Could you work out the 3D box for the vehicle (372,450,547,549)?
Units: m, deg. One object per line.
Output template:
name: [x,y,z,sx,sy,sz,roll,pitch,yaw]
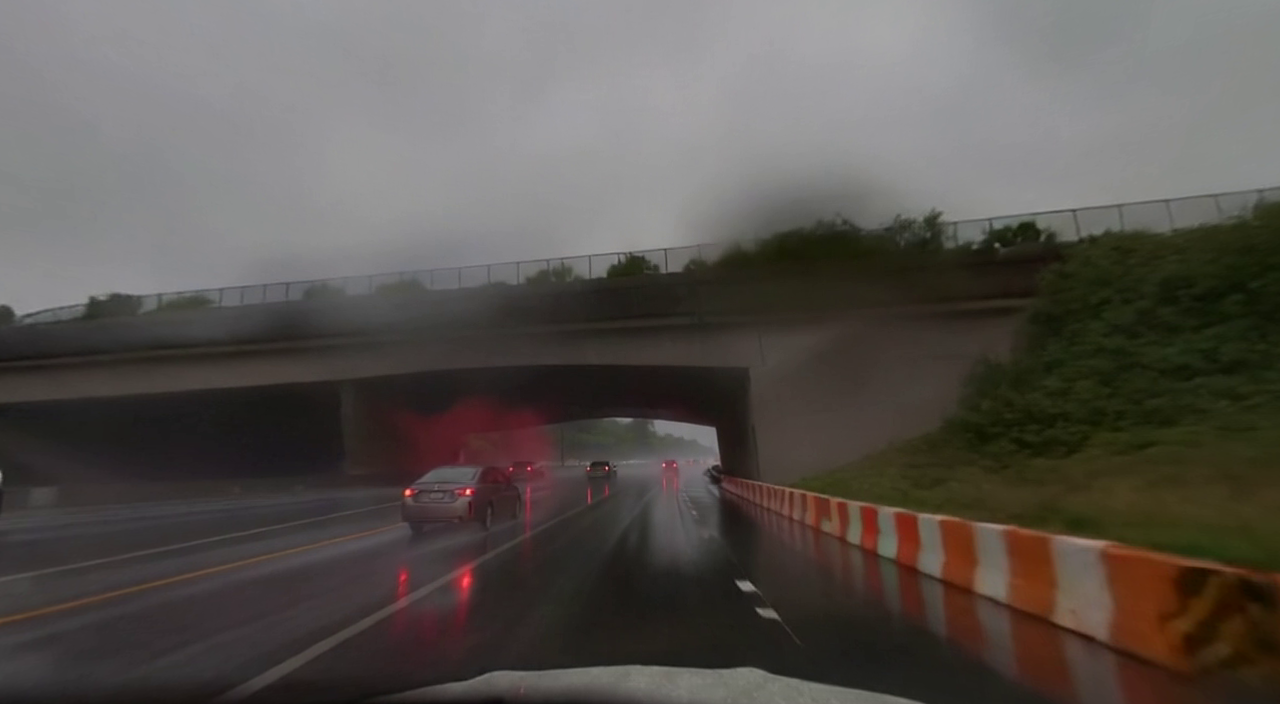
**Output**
vehicle: [-3.071,2.616,11.638,1.992,1.466,3.690,0,-10,2]
